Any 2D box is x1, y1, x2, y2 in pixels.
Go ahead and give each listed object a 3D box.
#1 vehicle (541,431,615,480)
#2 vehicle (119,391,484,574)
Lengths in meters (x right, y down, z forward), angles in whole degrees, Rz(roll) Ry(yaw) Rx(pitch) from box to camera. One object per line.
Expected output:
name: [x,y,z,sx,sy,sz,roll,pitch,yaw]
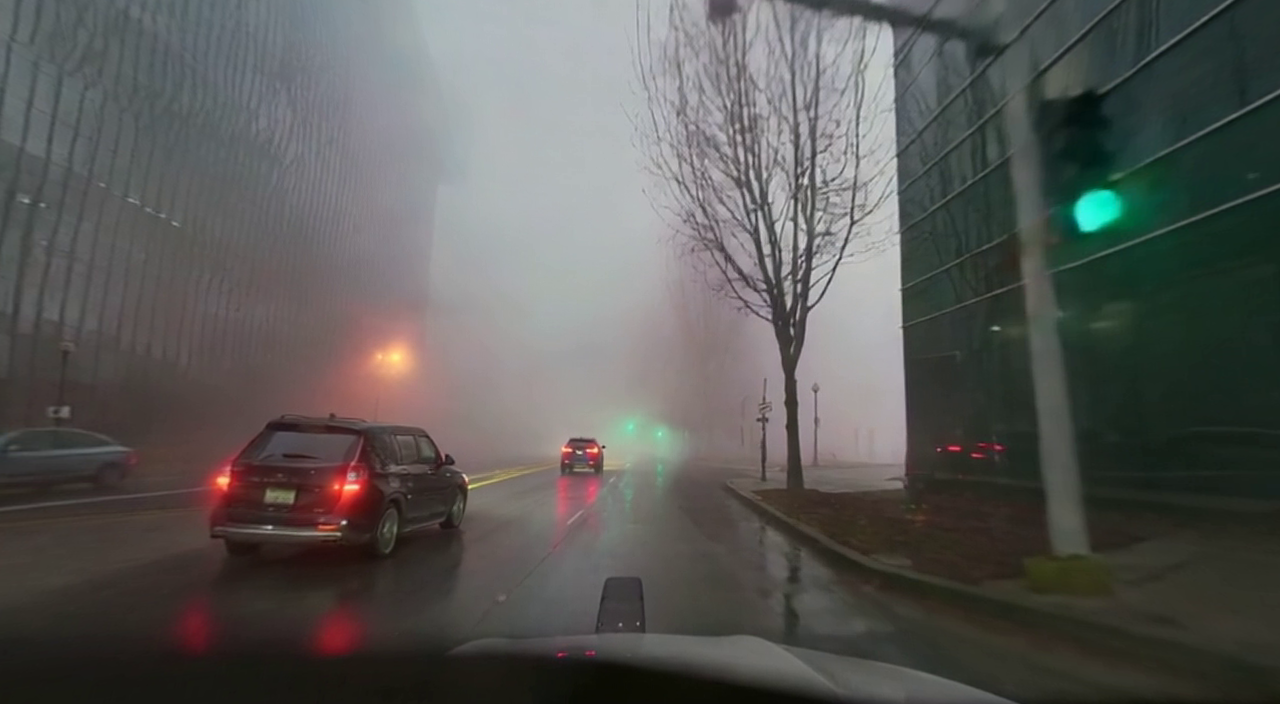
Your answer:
vehicle: [-2.504,4.446,27.119,2.384,1.849,5.009,0,-9,3]
vehicle: [-3.903,1.624,8.516,2.169,1.741,4.588,0,-9,3]
